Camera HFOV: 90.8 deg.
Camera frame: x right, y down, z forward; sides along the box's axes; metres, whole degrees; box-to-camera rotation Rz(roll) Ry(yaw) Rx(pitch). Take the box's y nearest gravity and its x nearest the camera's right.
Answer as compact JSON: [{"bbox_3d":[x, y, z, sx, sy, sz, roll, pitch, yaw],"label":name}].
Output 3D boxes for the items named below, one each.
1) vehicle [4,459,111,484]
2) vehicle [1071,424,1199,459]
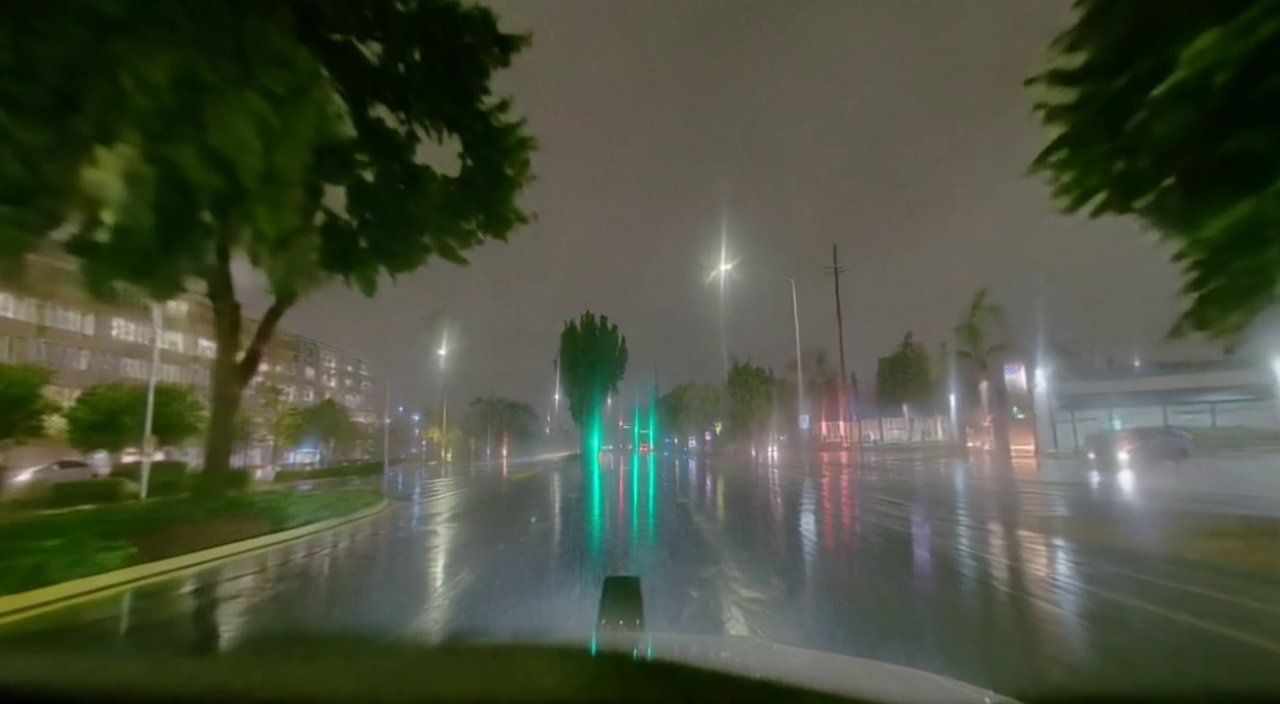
[{"bbox_3d":[-37.450,7.697,40.693,4.880,1.495,2.001,0,-9,1],"label":"vehicle"},{"bbox_3d":[22.291,4.092,28.723,1.834,1.444,4.703,0,-9,-3],"label":"vehicle"}]
